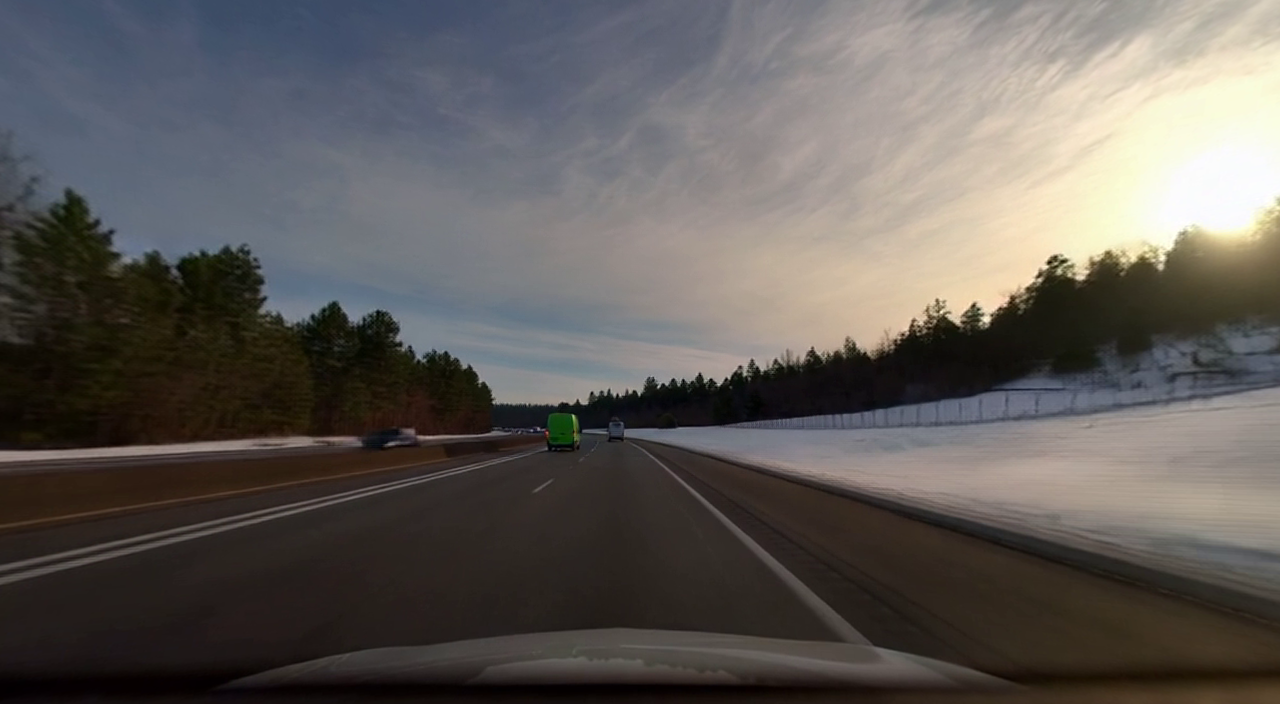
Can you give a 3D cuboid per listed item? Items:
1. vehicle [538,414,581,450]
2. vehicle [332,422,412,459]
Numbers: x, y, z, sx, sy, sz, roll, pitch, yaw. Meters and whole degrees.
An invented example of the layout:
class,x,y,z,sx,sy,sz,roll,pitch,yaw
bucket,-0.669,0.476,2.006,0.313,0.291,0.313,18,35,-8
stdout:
class,x,y,z,sx,sy,sz,roll,pitch,yaw
vehicle,-5.906,6.013,47.034,2.561,2.509,5.465,0,-8,-1
vehicle,-12.078,4.005,28.626,1.844,1.533,4.098,0,-8,0
